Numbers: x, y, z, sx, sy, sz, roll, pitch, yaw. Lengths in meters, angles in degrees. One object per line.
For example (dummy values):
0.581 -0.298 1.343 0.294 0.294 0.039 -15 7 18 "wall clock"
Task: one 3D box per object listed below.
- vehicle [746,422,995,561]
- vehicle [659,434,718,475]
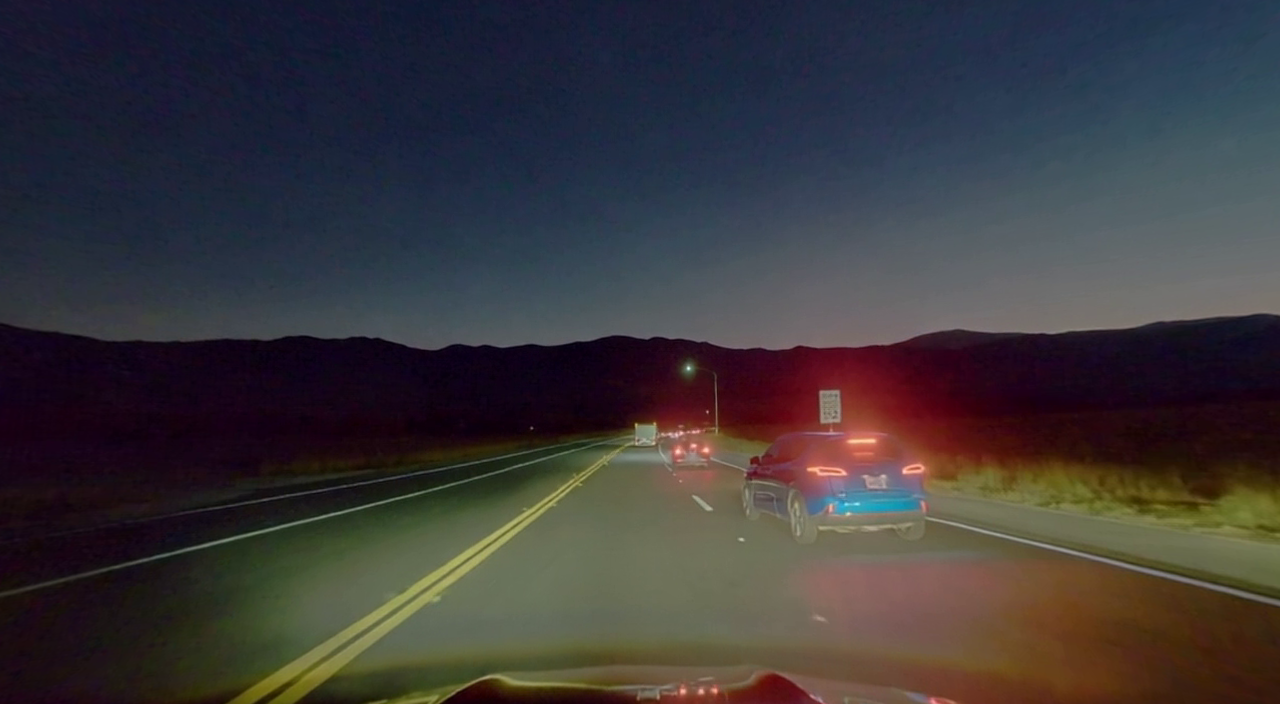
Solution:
2.925 1.859 9.114 2.007 1.534 3.976 0 -8 -1 "vehicle"
1.916 4.244 26.350 2.026 1.531 4.273 0 -8 -1 "vehicle"
